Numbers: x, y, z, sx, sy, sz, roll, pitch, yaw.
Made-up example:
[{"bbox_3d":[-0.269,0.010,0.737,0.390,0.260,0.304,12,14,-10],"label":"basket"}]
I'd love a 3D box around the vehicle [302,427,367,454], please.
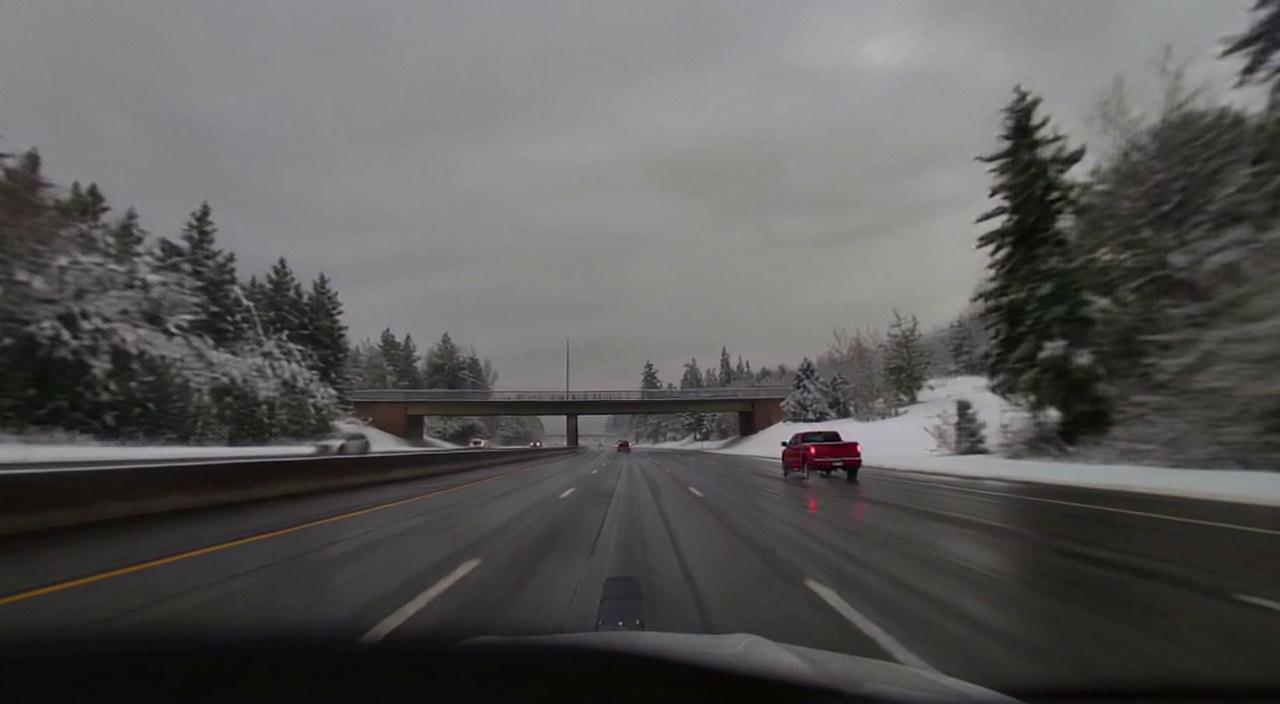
[{"bbox_3d":[-19.937,5.848,41.472,1.945,1.626,4.742,-1,-9,0],"label":"vehicle"}]

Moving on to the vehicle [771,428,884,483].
[{"bbox_3d":[6.907,3.920,24.252,2.395,1.819,6.086,0,-9,-1],"label":"vehicle"}]
